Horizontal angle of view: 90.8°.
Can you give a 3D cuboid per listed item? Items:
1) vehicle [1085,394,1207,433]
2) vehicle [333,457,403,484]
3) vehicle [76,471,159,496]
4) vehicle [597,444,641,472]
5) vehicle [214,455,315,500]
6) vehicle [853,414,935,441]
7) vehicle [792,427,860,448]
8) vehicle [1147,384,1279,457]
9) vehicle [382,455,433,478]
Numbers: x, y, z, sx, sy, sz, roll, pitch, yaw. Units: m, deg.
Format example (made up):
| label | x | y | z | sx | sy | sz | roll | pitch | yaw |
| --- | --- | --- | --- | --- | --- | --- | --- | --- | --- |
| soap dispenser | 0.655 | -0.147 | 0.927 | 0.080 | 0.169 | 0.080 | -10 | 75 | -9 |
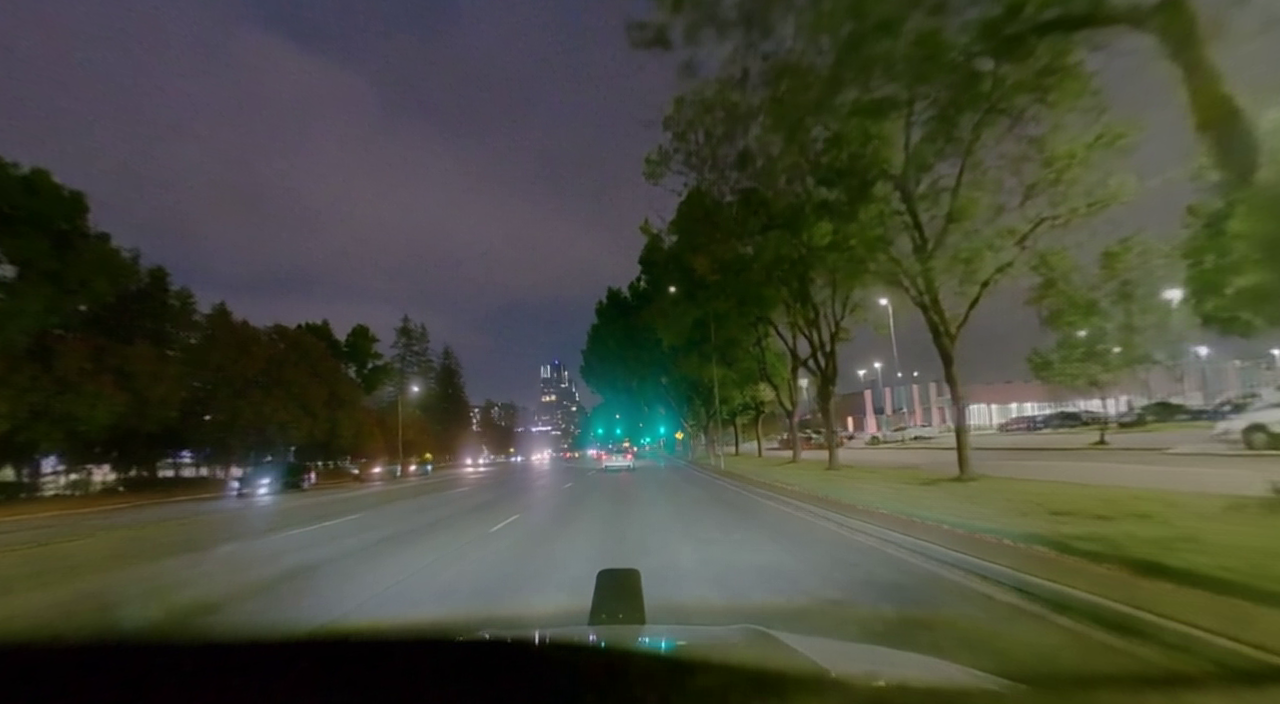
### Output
| label | x | y | z | sx | sy | sz | roll | pitch | yaw |
| --- | --- | --- | --- | --- | --- | --- | --- | --- | --- |
| vehicle | 22.120 | 2.779 | 27.873 | 1.870 | 1.470 | 4.436 | -1 | -8 | 3 |
| vehicle | -16.509 | 7.184 | 38.632 | 2.058 | 1.459 | 4.704 | 0 | -8 | 1 |
| vehicle | -39.338 | 9.874 | 47.644 | 4.429 | 1.486 | 1.942 | 2 | -4 | -3 |
| vehicle | -1.112 | 6.000 | 36.008 | 2.235 | 1.500 | 4.420 | 0 | -8 | 2 |
| vehicle | -17.003 | 5.666 | 28.881 | 2.016 | 1.598 | 4.545 | -4 | -8 | -2 |
| vehicle | 15.123 | 4.556 | 37.780 | 3.956 | 1.504 | 2.170 | 2 | -8 | -9 |
| vehicle | 13.265 | 6.163 | 45.340 | 4.144 | 1.407 | 2.201 | 0 | -8 | -2 |
| vehicle | 14.483 | 1.511 | 13.704 | 5.047 | 1.461 | 2.133 | 0 | -8 | 1 |
| vehicle | -17.007 | 8.365 | 46.491 | 1.985 | 1.471 | 4.797 | 0 | -8 | 0 |
